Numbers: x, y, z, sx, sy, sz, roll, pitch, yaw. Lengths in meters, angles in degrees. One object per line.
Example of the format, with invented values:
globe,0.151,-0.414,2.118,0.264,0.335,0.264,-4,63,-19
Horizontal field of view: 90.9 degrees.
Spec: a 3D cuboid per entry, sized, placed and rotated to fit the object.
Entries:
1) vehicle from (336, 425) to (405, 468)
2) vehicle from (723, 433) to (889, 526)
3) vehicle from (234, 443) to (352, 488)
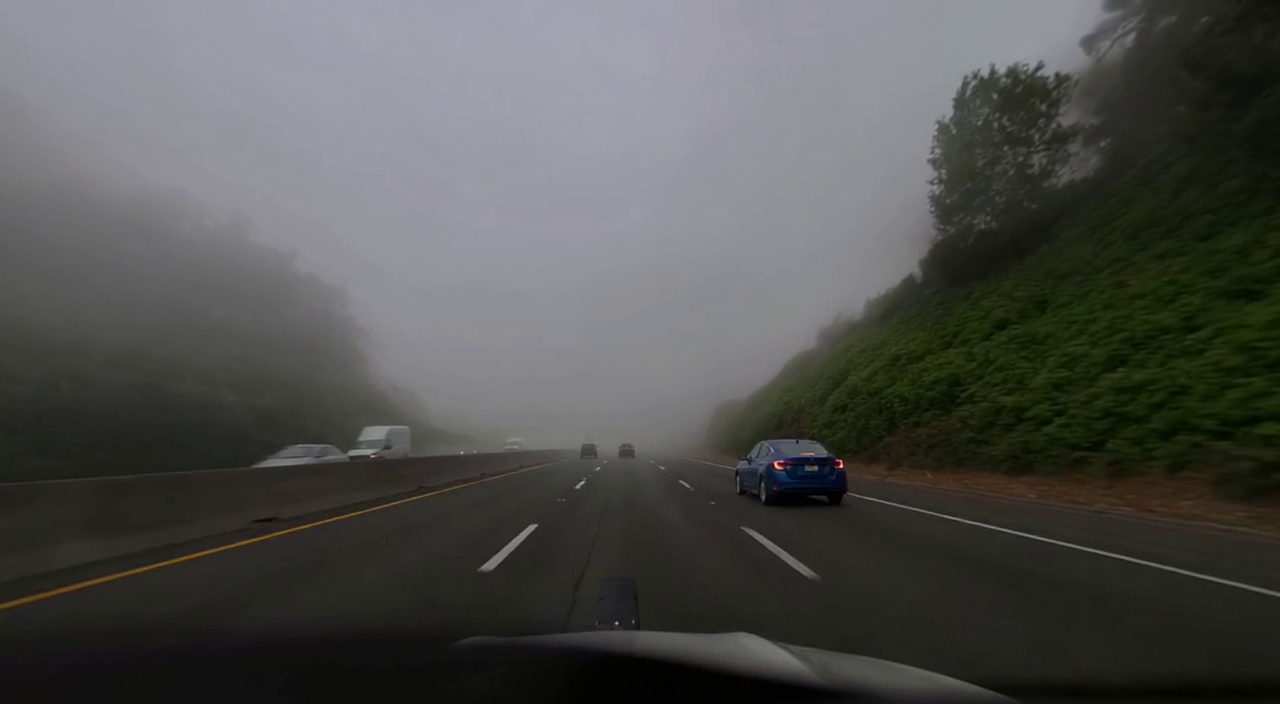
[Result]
vehicle,-16.782,5.882,39.637,2.100,2.508,5.044,0,-8,-1
vehicle,3.021,2.392,12.558,2.079,1.515,4.196,0,-8,-1
vehicle,-12.409,4.062,22.933,1.844,1.418,4.275,0,-8,0
